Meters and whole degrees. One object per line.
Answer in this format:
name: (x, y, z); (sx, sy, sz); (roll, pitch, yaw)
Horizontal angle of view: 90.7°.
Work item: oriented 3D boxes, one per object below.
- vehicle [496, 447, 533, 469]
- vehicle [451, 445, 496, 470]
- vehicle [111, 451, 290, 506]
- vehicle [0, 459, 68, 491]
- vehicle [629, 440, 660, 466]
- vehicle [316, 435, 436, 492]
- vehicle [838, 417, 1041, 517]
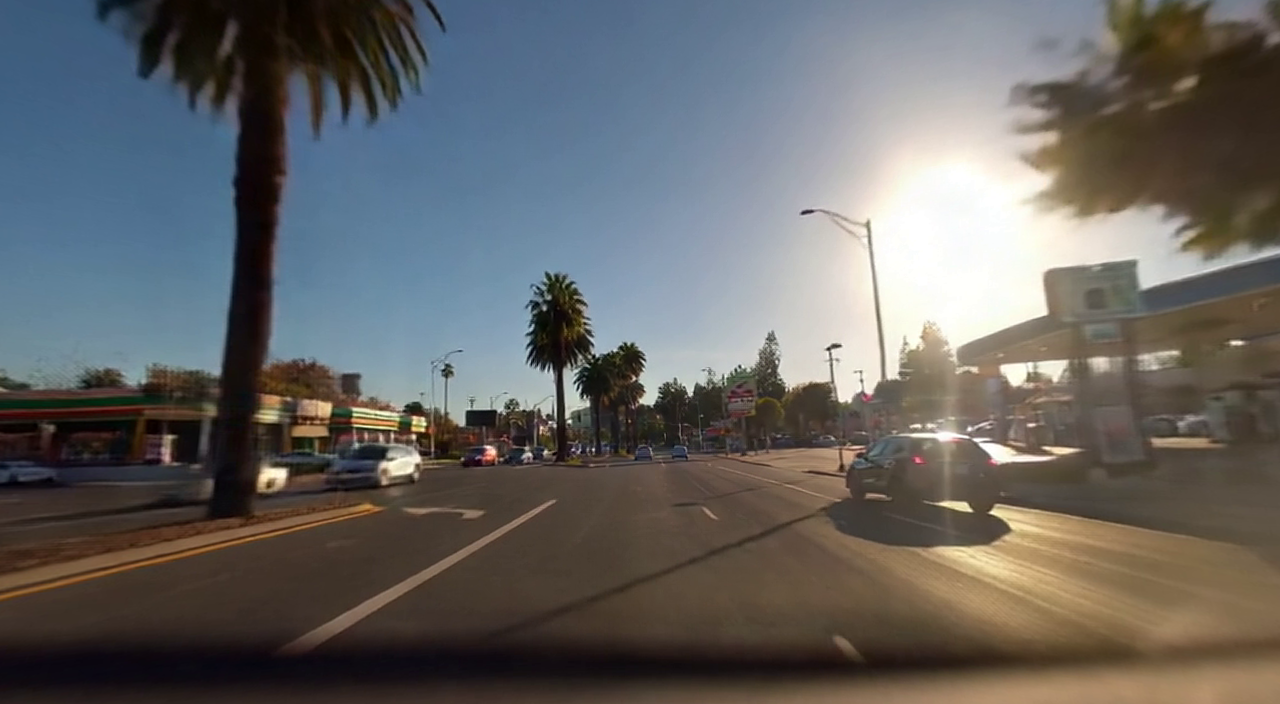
vehicle: (-8.824, 7.457, 44.777); (1.806, 1.444, 3.606); (-1, -9, 2)
vehicle: (-12.197, 7.733, 46.589); (2.082, 1.720, 4.316); (-1, -8, 1)
vehicle: (-13.917, 3.996, 20.541); (2.098, 1.478, 4.928); (-1, -8, 3)
vehicle: (-32.592, 6.276, 32.291); (4.623, 1.572, 2.097); (0, -11, 0)
vehicle: (0.335, 7.417, 46.574); (2.177, 1.754, 3.815); (-1, -8, 0)
vehicle: (-9.282, 3.945, 22.812); (2.042, 1.782, 4.919); (-1, -9, 2)
vehicle: (6.302, 2.482, 14.162); (2.066, 1.807, 4.893); (0, -9, -1)
